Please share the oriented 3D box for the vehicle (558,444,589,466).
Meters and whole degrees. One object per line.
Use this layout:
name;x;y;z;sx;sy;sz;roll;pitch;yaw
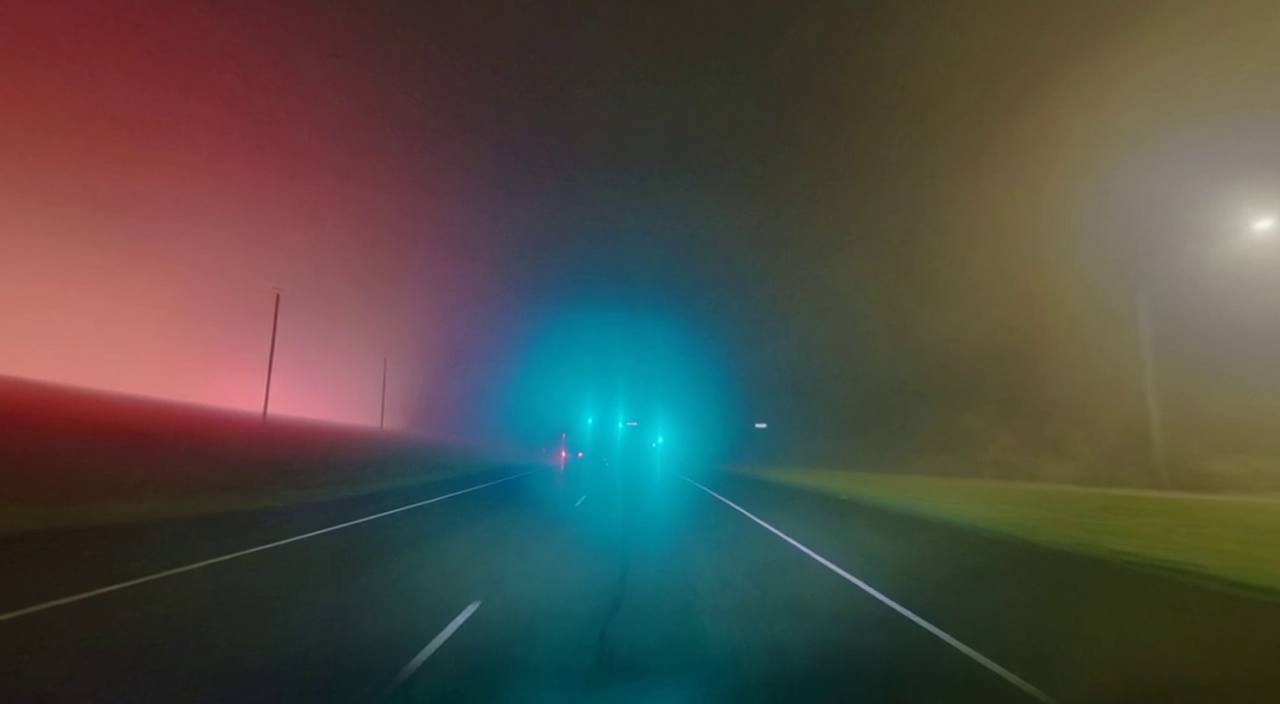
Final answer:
vehicle;-4.738;7.420;45.588;1.968;1.503;4.443;0;-8;-3
